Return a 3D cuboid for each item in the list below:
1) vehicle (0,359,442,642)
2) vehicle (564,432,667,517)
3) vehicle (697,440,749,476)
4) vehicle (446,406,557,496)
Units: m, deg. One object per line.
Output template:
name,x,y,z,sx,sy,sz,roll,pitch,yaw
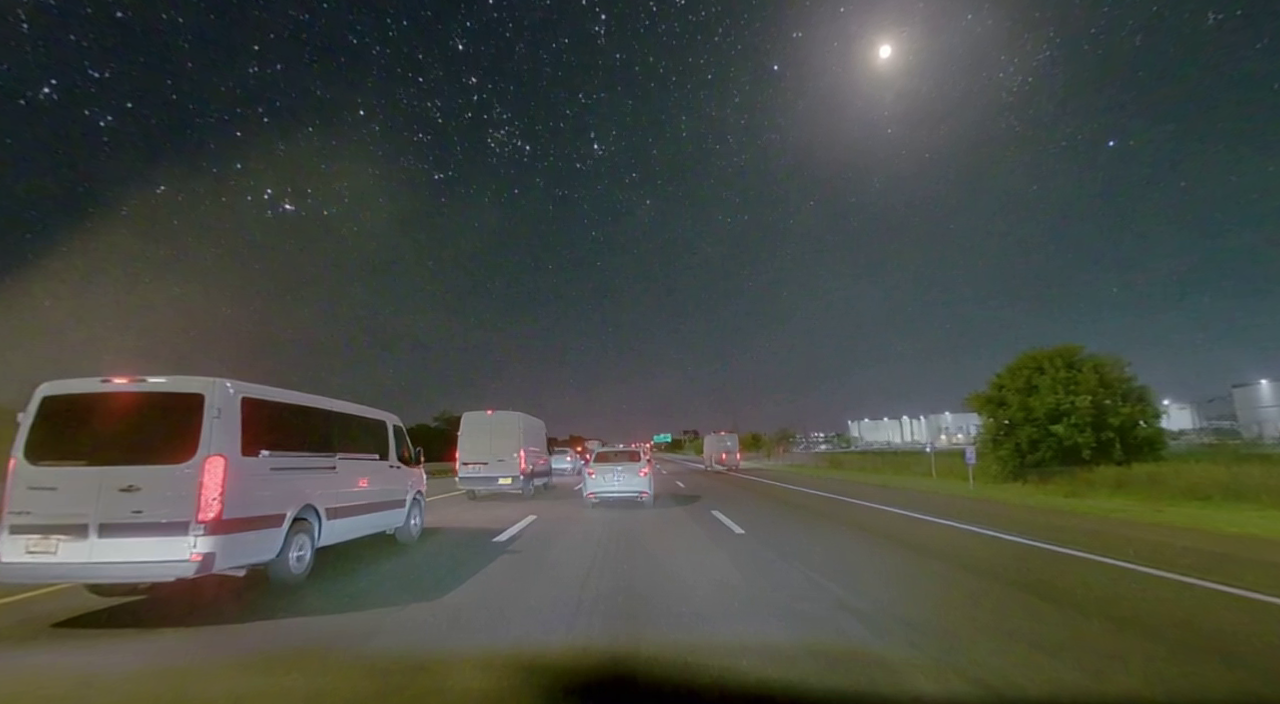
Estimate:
vehicle,-4.053,1.358,6.706,2.253,1.892,4.823,0,-9,1
vehicle,-0.492,2.774,14.690,2.093,1.695,3.782,0,-9,0
vehicle,4.232,5.487,32.754,2.003,1.754,4.134,0,-9,-2
vehicle,-4.528,3.444,21.992,2.248,2.626,6.837,0,-9,0
